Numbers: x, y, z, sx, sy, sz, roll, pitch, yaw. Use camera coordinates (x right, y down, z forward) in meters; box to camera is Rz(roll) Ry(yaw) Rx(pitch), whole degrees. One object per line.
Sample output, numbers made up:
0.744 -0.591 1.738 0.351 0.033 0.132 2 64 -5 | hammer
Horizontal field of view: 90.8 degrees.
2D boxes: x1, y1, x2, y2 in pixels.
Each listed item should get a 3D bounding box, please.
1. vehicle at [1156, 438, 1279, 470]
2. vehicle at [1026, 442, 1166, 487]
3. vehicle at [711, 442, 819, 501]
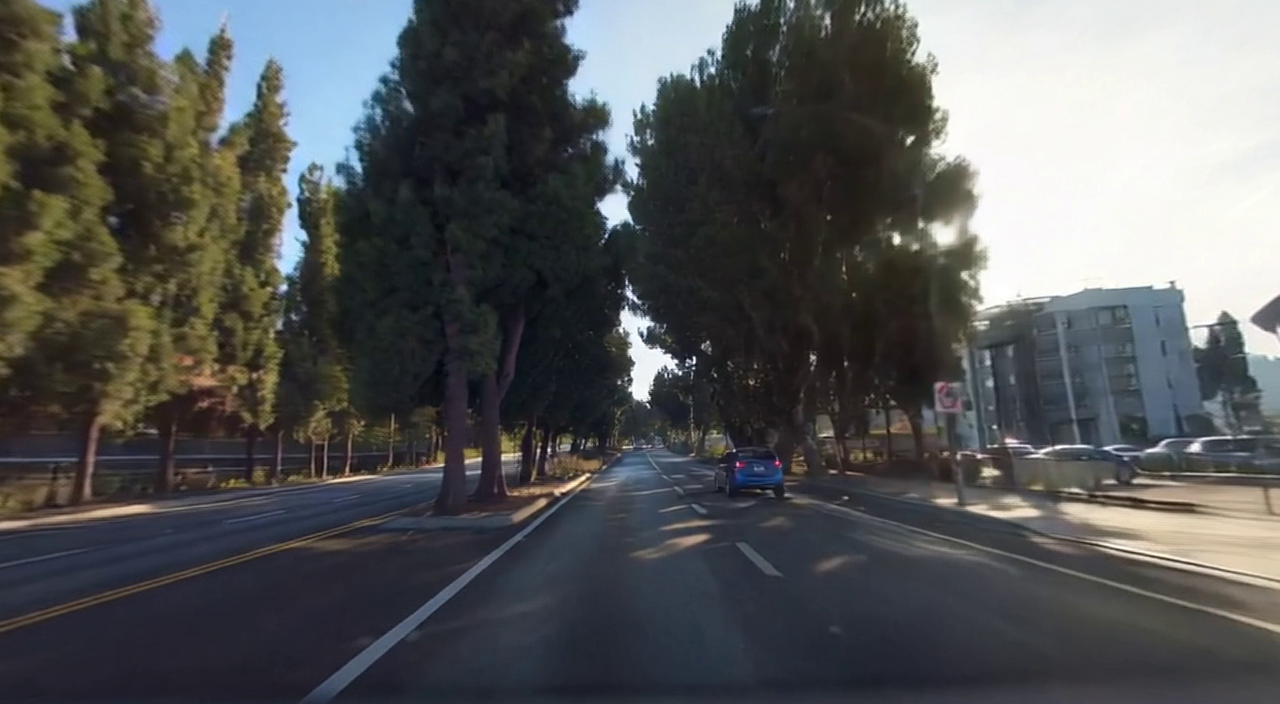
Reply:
32.804 5.755 35.669 5.237 1.724 2.398 1 -9 -3 | vehicle
19.498 4.861 27.141 4.418 1.418 1.873 -4 -14 -2 | vehicle
3.448 3.393 18.391 2.114 1.493 4.430 0 -9 -2 | vehicle
